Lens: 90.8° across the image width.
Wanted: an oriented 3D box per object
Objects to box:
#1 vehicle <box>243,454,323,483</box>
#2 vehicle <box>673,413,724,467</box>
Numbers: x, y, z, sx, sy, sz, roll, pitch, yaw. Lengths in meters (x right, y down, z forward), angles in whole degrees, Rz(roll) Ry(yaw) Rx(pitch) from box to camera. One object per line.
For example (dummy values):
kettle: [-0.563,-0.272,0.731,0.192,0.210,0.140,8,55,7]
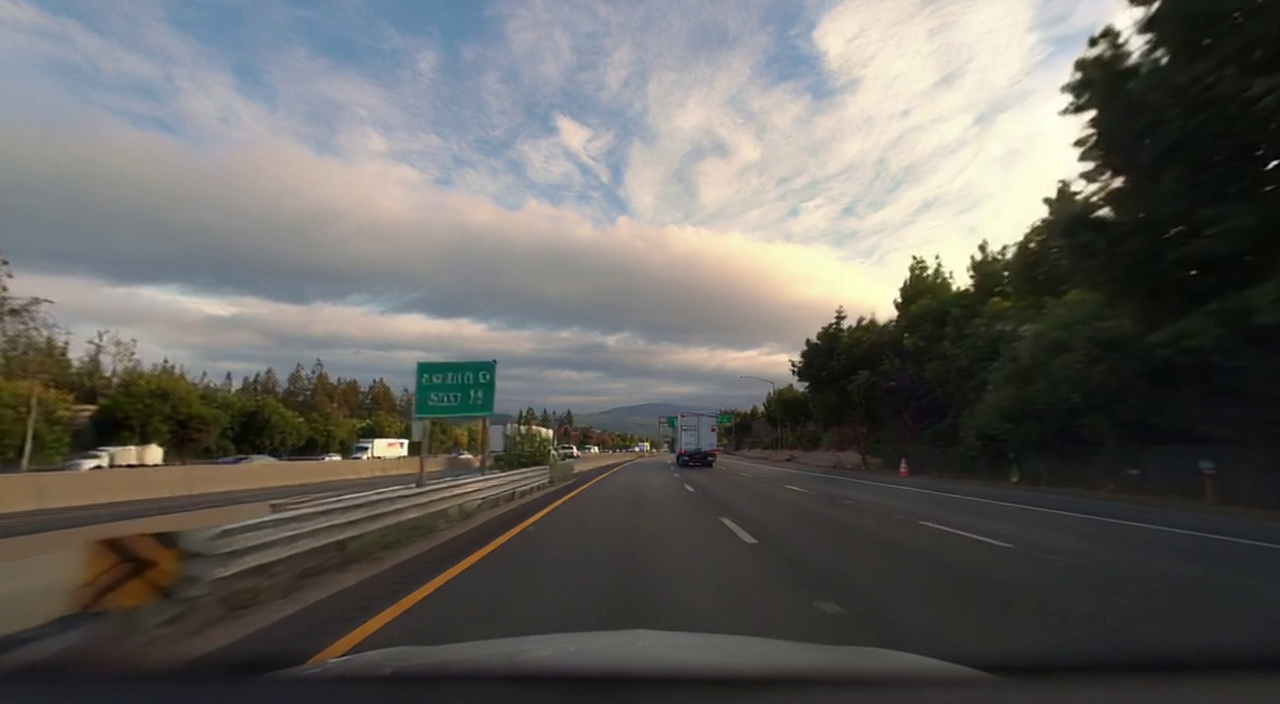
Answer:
vehicle: [-19.834,6.482,35.285,1.833,1.438,4.011,-1,-9,5]
vehicle: [4.291,7.009,49.429,2.928,3.595,13.975,0,-9,1]
